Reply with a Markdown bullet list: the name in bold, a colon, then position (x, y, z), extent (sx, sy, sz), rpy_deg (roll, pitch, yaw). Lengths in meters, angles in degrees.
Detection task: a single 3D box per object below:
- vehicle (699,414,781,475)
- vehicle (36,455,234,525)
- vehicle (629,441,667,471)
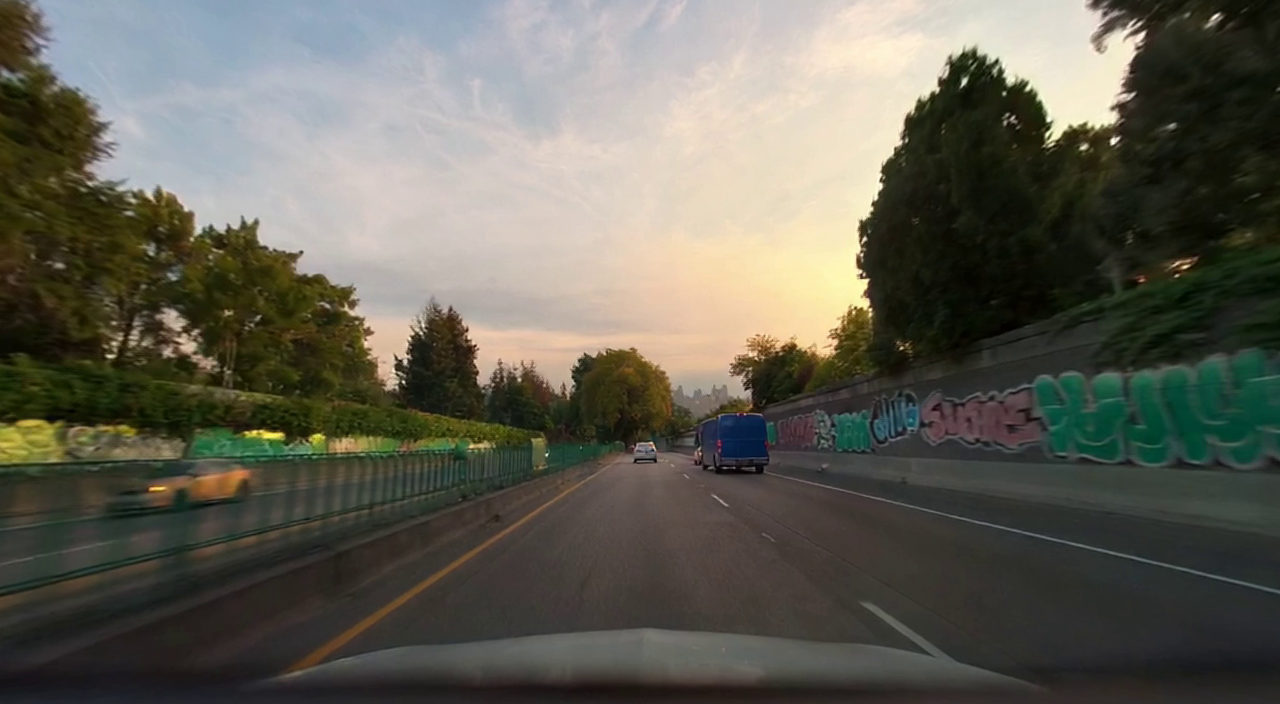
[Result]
- **vehicle**: position (4.727, 4.571, 31.124), extent (2.712, 2.659, 6.992), rpy_deg (0, -8, -2)
- **vehicle**: position (-13.382, 3.623, 17.086), extent (1.888, 1.558, 4.129), rpy_deg (0, -8, 1)
- **vehicle**: position (0.458, 5.916, 35.934), extent (2.030, 1.572, 4.067), rpy_deg (0, -8, 0)
